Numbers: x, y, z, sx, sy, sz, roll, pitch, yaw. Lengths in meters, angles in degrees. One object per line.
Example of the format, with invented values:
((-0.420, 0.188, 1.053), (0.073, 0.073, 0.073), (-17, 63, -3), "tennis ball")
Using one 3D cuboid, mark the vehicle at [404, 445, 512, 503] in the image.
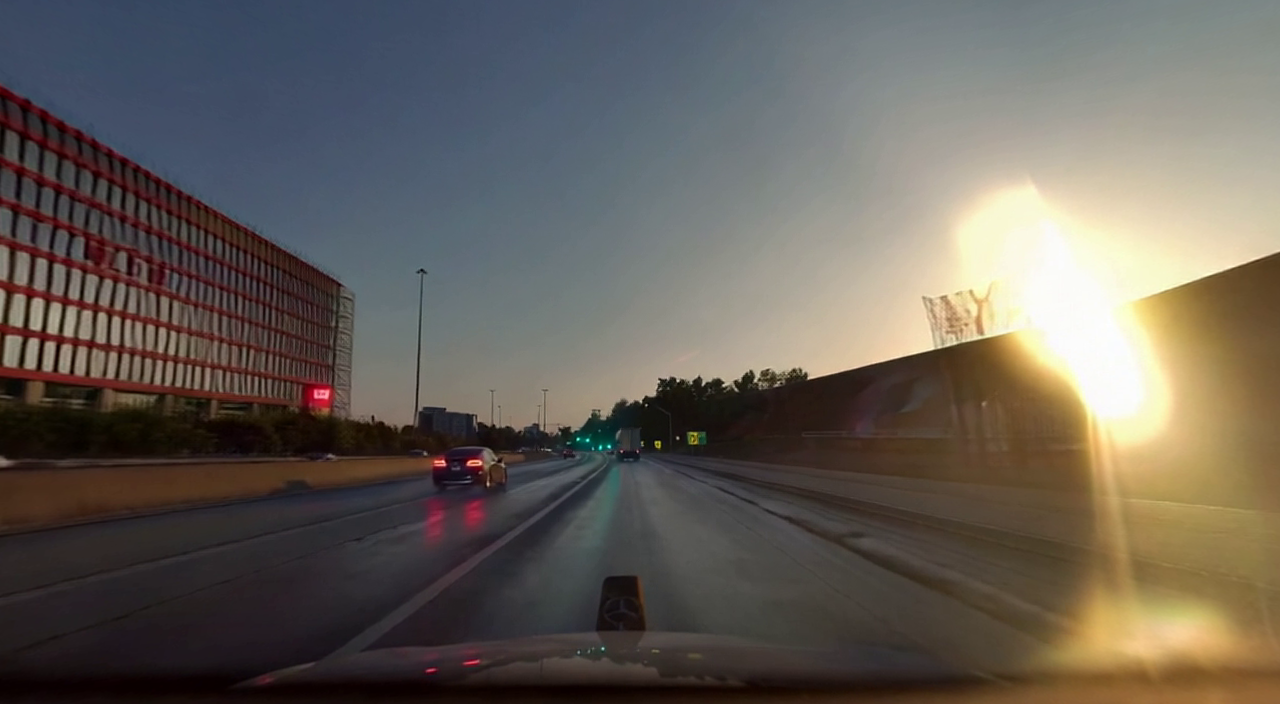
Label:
((-5.259, 3.557, 18.861), (1.943, 1.510, 4.201), (0, -9, 0), "vehicle")
